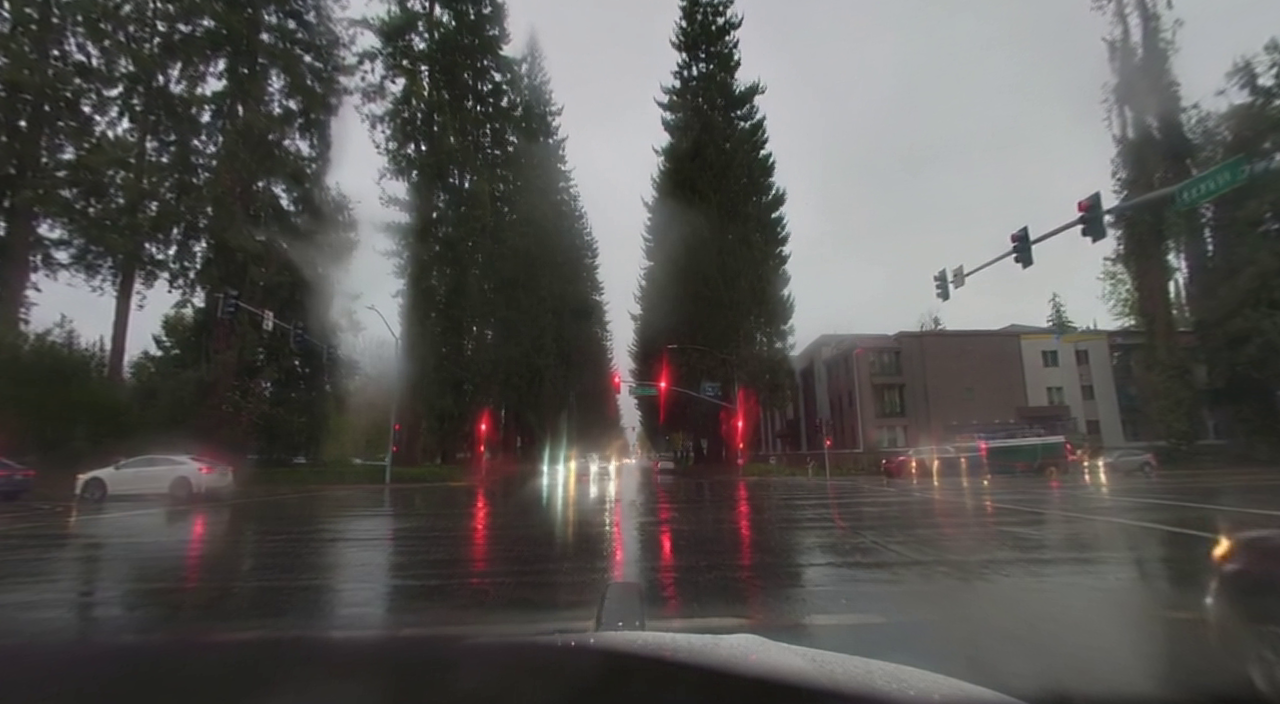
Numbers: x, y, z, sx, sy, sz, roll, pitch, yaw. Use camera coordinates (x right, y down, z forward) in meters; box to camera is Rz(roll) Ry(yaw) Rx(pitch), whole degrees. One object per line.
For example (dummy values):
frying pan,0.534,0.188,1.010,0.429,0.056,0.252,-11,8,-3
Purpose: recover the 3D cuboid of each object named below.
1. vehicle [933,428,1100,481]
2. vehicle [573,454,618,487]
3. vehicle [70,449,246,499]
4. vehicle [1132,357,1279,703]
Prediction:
vehicle,17.651,4.844,29.925,6.109,2.348,2.683,0,-8,0
vehicle,-2.761,7.142,38.324,2.162,1.740,4.728,1,-8,-10
vehicle,-18.730,4.763,24.795,4.798,1.763,2.536,0,-10,0
vehicle,3.756,0.668,1.396,2.227,1.705,4.719,-2,-8,11
